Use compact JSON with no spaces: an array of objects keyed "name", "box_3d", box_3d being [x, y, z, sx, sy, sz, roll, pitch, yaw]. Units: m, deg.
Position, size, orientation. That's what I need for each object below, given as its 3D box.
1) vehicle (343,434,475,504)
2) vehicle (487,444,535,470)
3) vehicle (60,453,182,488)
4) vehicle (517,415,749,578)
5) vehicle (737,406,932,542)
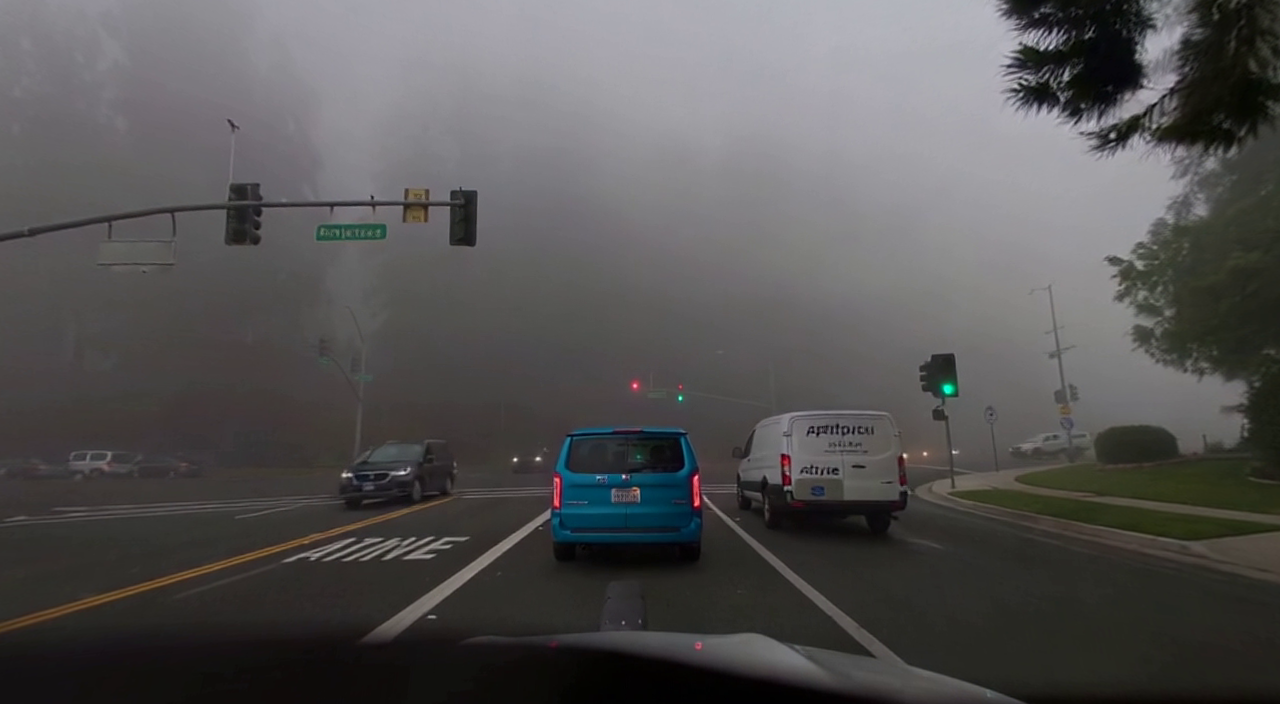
[{"name":"vehicle","box_3d":[-6.582,3.377,18.556,2.070,1.775,4.703,0,-8,0]},{"name":"vehicle","box_3d":[-9.579,7.790,46.892,2.394,1.815,4.818,0,-9,2]},{"name":"vehicle","box_3d":[-25.257,5.758,30.707,4.073,1.603,1.920,1,-9,-8]},{"name":"vehicle","box_3d":[-0.071,1.777,8.551,2.321,1.624,4.367,0,-8,0]},{"name":"vehicle","box_3d":[3.113,2.057,11.164,2.059,1.924,4.257,0,-8,0]}]
